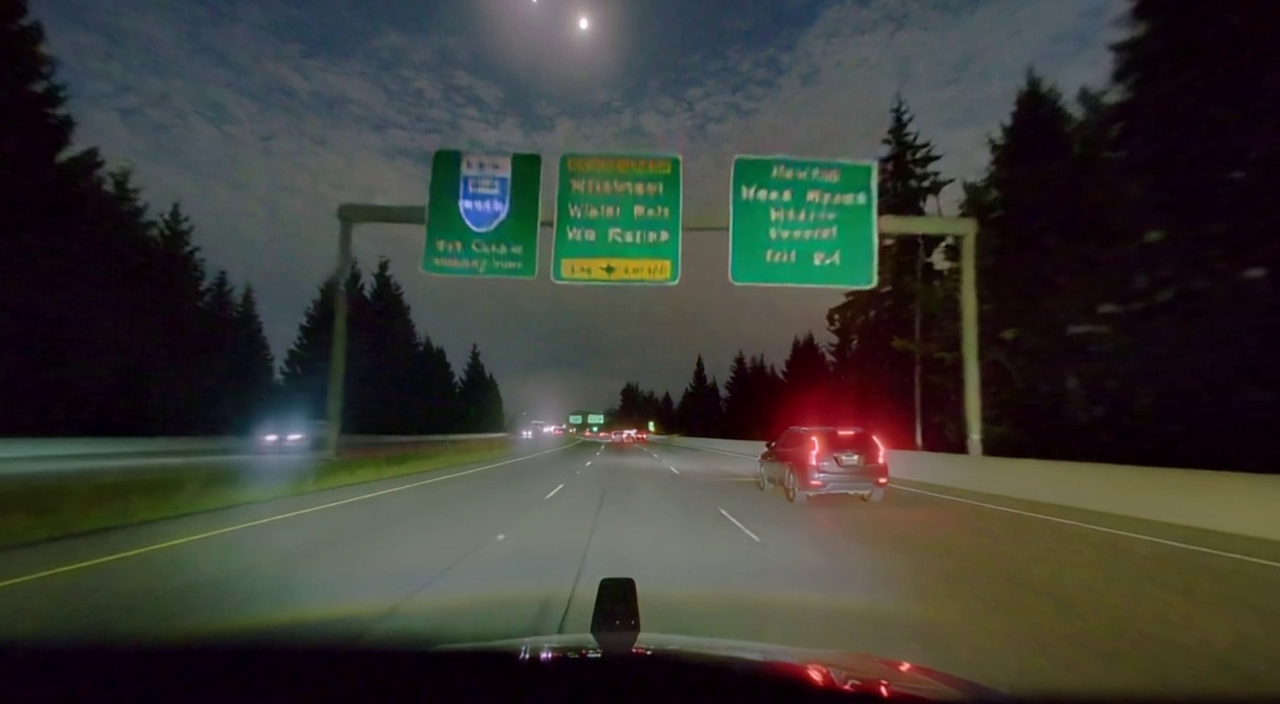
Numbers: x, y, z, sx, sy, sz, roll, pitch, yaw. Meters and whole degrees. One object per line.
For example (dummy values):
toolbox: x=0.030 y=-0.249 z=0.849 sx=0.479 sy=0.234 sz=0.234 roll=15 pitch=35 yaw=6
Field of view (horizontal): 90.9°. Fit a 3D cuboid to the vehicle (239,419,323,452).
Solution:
vehicle: x=-17.406 y=4.067 z=30.770 sx=1.803 sy=1.503 sz=4.012 roll=0 pitch=-7 yaw=-2
